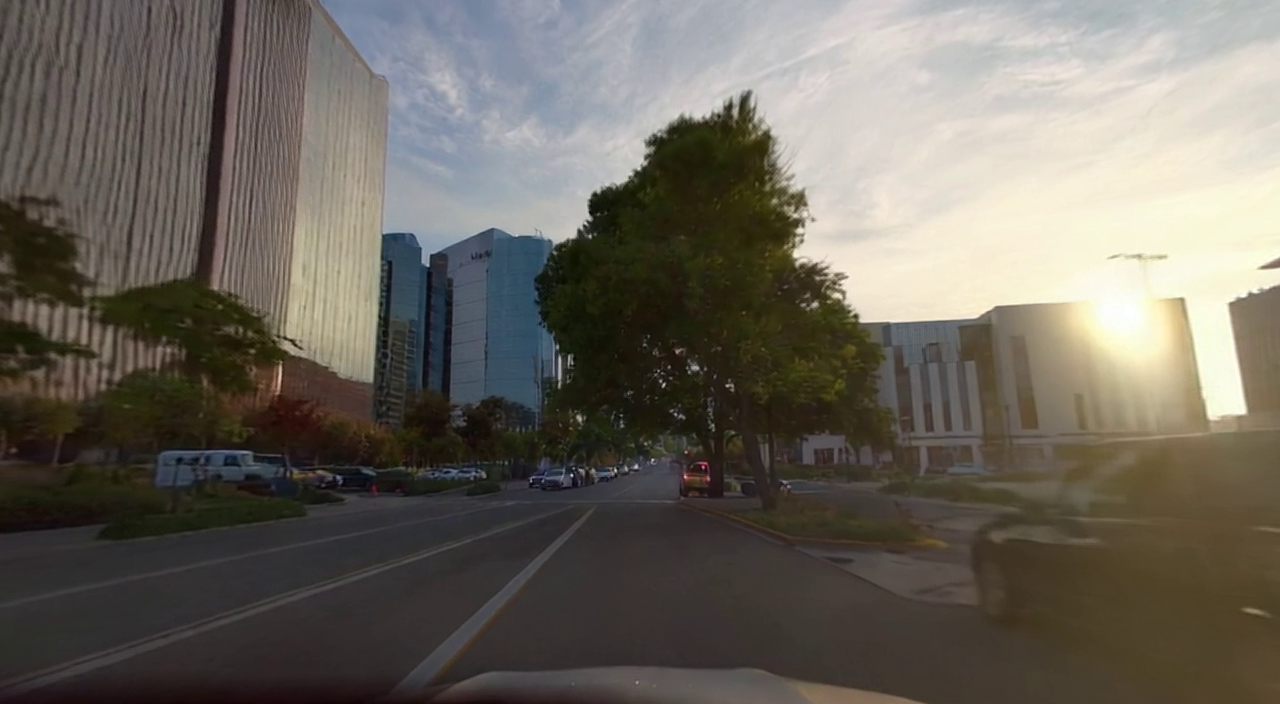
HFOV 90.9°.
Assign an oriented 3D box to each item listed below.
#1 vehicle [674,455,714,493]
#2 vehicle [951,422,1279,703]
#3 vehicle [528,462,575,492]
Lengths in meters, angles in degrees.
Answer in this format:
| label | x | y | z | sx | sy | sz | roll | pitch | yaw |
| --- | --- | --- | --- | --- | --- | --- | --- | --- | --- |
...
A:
| label | x | y | z | sx | sy | sz | roll | pitch | yaw |
| --- | --- | --- | --- | --- | --- | --- | --- | --- | --- |
| vehicle | 3.003 | 6.959 | 36.093 | 2.064 | 2.010 | 4.791 | 0 | -10 | 2 |
| vehicle | 3.564 | 1.216 | 3.502 | 1.899 | 1.470 | 3.666 | 0 | -10 | 3 |
| vehicle | -5.883 | 8.366 | 42.442 | 2.043 | 1.778 | 4.602 | -3 | -10 | 6 |
